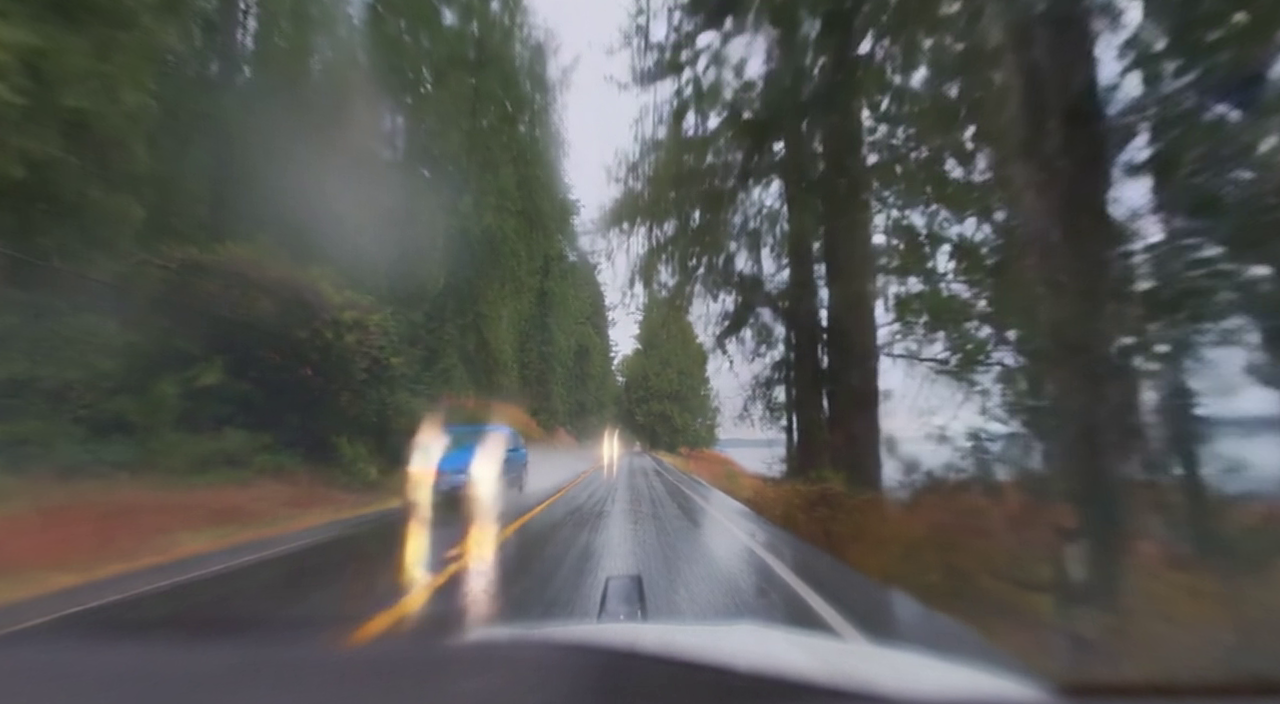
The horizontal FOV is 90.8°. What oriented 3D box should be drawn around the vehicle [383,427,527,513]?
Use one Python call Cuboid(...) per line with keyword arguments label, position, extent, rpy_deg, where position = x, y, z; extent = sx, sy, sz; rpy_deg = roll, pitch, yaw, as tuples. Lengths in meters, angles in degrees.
Cuboid(label="vehicle", position=(-4.376, 2.876, 15.876), extent=(2.228, 1.834, 4.621), rpy_deg=(0, -9, 0))
